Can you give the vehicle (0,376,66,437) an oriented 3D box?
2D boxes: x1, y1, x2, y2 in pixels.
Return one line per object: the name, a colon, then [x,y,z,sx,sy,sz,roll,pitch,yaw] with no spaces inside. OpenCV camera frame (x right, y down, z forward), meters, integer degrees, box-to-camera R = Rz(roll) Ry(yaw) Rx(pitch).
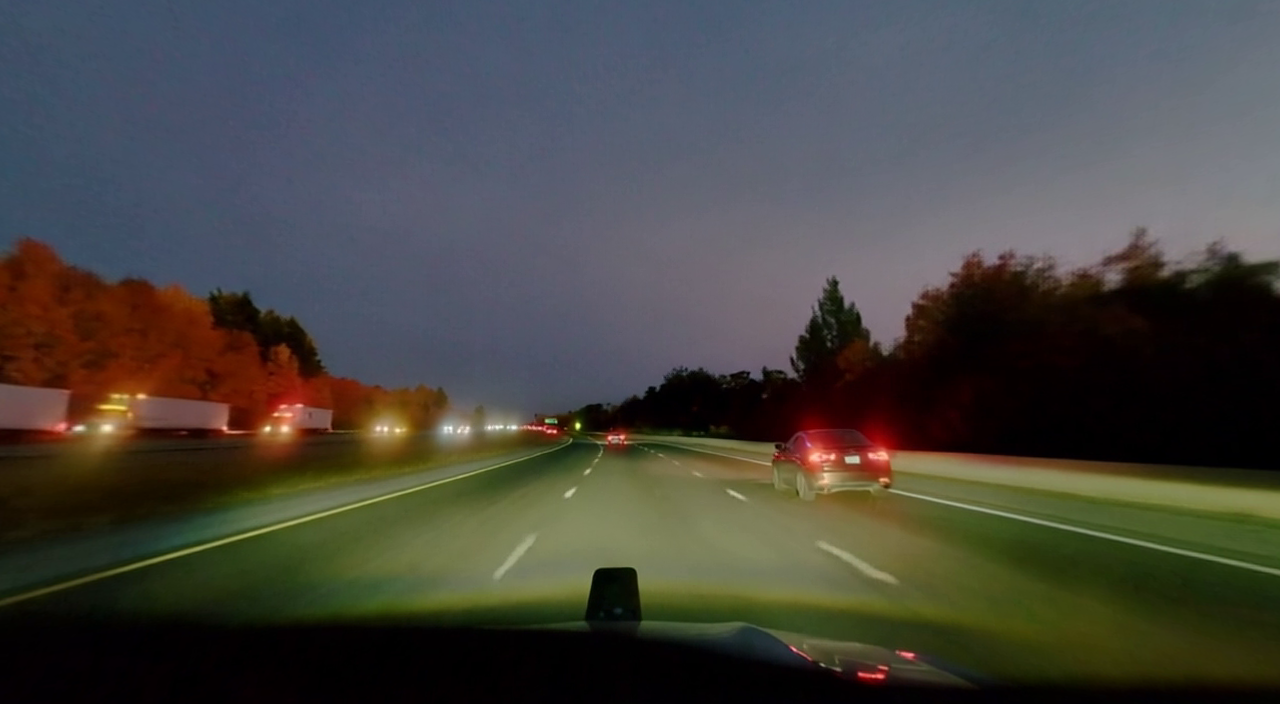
vehicle: [-45.695,4.204,46.394,9.567,3.736,3.211,-8,-14,40]
